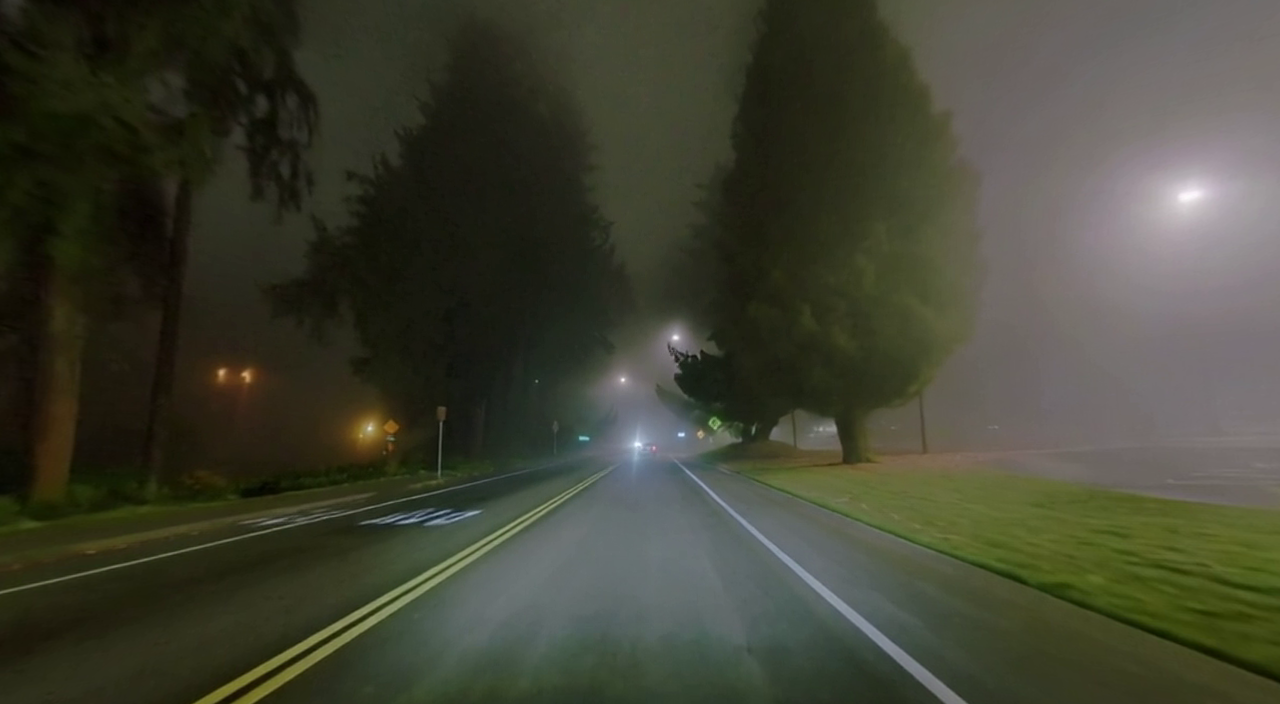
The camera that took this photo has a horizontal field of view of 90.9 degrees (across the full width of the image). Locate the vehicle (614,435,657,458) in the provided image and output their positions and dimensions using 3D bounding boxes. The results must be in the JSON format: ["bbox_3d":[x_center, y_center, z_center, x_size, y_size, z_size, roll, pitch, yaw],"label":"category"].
[{"bbox_3d":[-0.369,6.562,43.872,1.861,1.511,4.237,2,-9,-17],"label":"vehicle"}]
